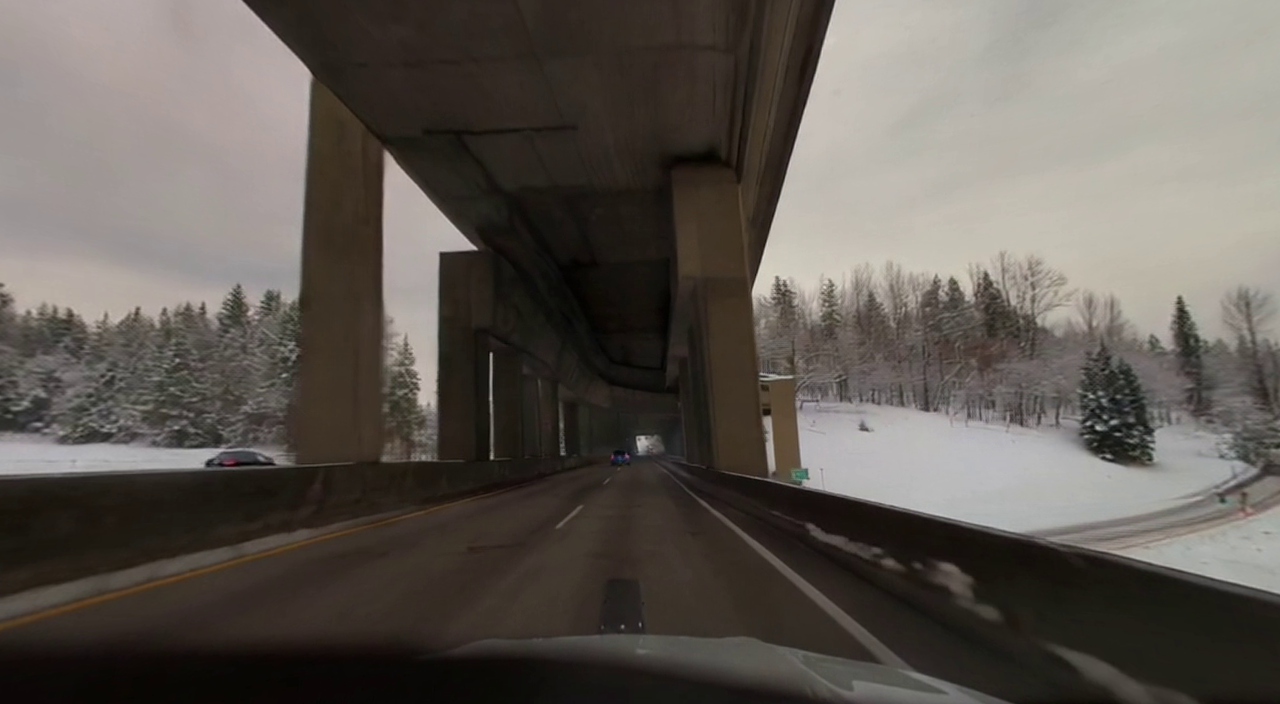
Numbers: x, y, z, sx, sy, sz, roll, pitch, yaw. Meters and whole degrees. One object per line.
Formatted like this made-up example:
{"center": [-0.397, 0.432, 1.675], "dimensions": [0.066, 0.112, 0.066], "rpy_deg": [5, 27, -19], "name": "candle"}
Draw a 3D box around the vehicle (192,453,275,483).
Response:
{"center": [-24.003, 6.828, 37.437], "dimensions": [1.817, 1.626, 4.551], "rpy_deg": [0, -9, 1], "name": "vehicle"}
